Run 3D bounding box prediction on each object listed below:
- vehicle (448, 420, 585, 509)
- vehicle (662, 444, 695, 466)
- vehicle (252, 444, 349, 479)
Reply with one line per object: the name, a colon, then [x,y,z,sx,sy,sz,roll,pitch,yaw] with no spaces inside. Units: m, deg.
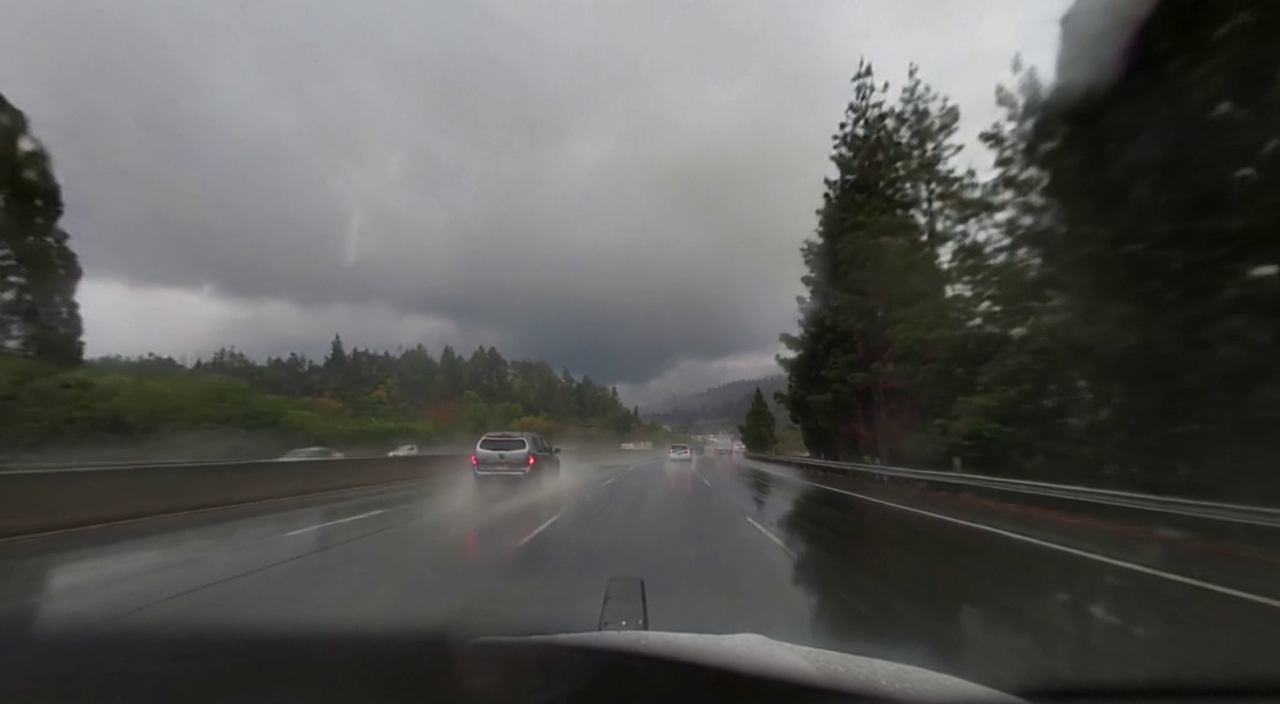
vehicle: [-2.796,2.721,15.636,2.185,1.823,4.854,0,-9,3]
vehicle: [2.650,7.057,43.387,2.158,1.458,3.656,-1,-9,4]
vehicle: [-15.708,5.066,29.481,1.907,1.454,4.406,0,-8,3]
